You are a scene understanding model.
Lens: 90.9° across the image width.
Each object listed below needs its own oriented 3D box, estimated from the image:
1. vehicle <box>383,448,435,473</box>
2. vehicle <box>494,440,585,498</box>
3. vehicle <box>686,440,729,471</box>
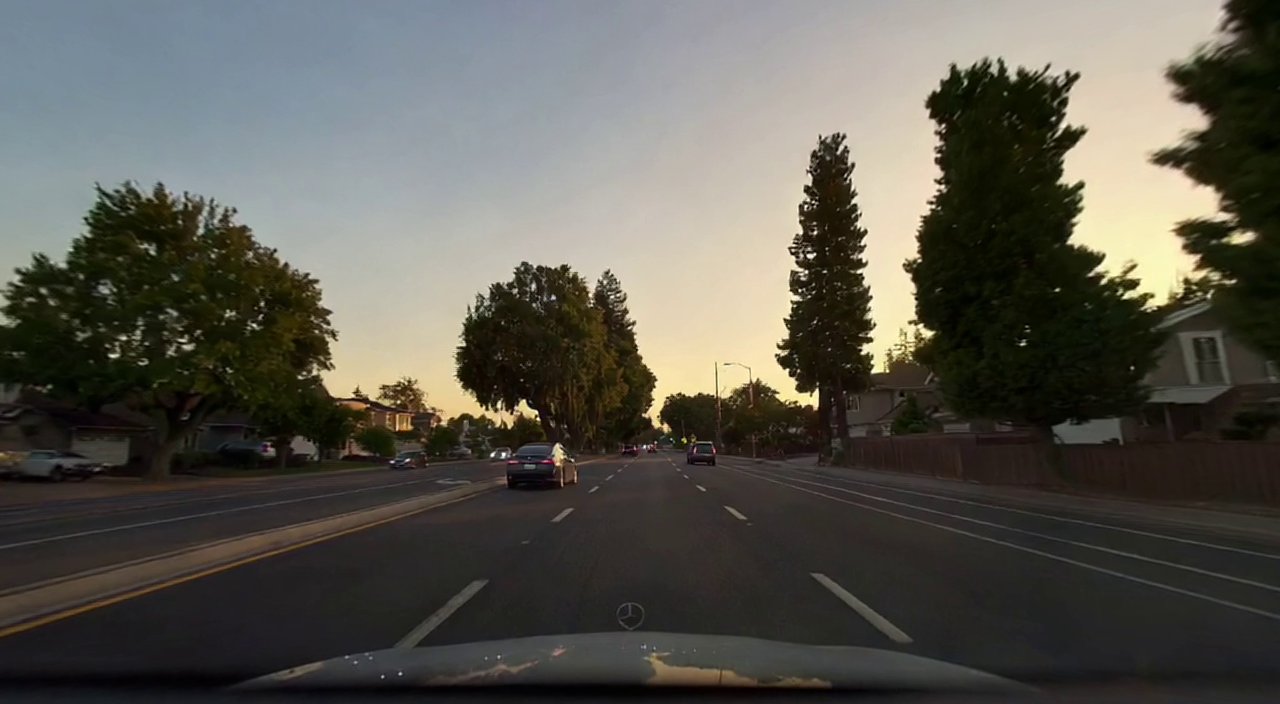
[{"bbox_3d":[-16.908,7.966,46.370,2.012,1.702,4.458,0,-8,2],"label":"vehicle"},{"bbox_3d":[-2.912,3.481,19.227,1.966,1.524,4.410,0,-8,1],"label":"vehicle"},{"bbox_3d":[4.154,6.435,39.414,2.114,1.780,4.445,0,-8,-1],"label":"vehicle"}]
